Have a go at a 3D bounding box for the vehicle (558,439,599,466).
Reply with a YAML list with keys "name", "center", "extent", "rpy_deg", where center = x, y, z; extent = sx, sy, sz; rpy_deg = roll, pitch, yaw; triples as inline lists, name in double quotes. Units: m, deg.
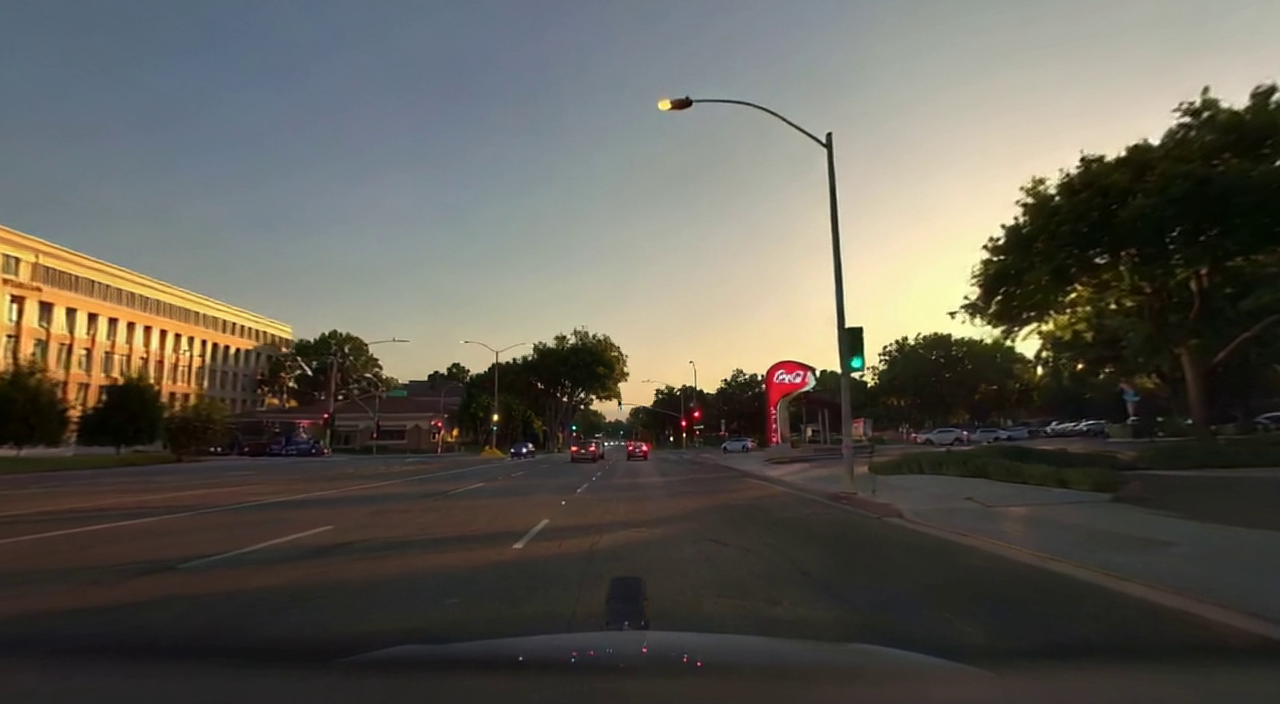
- name: "vehicle"
  center: [-3.637, 6.045, 37.966]
  extent: [2.029, 1.517, 4.375]
  rpy_deg: [0, -9, 0]
